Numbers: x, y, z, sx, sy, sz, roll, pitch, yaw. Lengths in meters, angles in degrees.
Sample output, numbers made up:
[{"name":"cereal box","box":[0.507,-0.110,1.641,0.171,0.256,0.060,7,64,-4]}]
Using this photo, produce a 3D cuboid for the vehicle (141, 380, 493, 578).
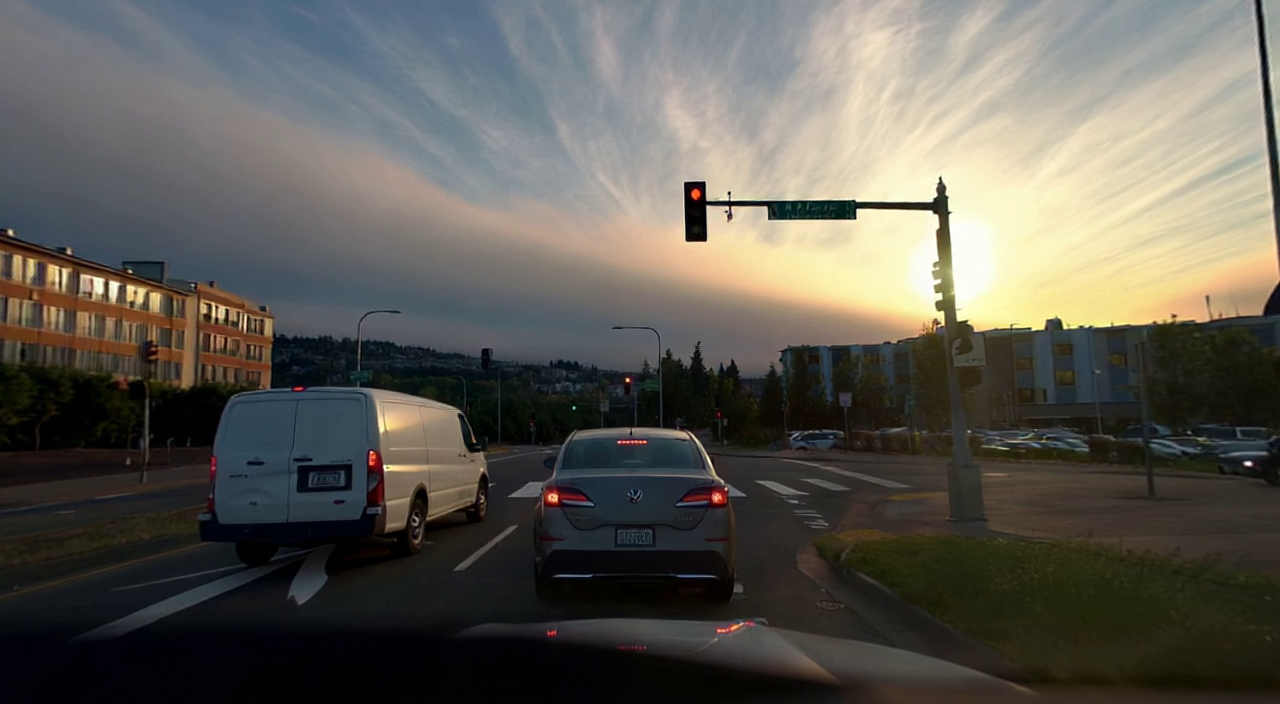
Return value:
[{"name":"vehicle","box":[-3.581,1.512,8.423,2.076,1.820,5.100,0,-8,-1]}]

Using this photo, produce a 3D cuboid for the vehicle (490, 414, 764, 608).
[{"name":"vehicle","box":[-0.107,1.464,6.777,2.064,1.452,3.942,0,-8,0]}]
